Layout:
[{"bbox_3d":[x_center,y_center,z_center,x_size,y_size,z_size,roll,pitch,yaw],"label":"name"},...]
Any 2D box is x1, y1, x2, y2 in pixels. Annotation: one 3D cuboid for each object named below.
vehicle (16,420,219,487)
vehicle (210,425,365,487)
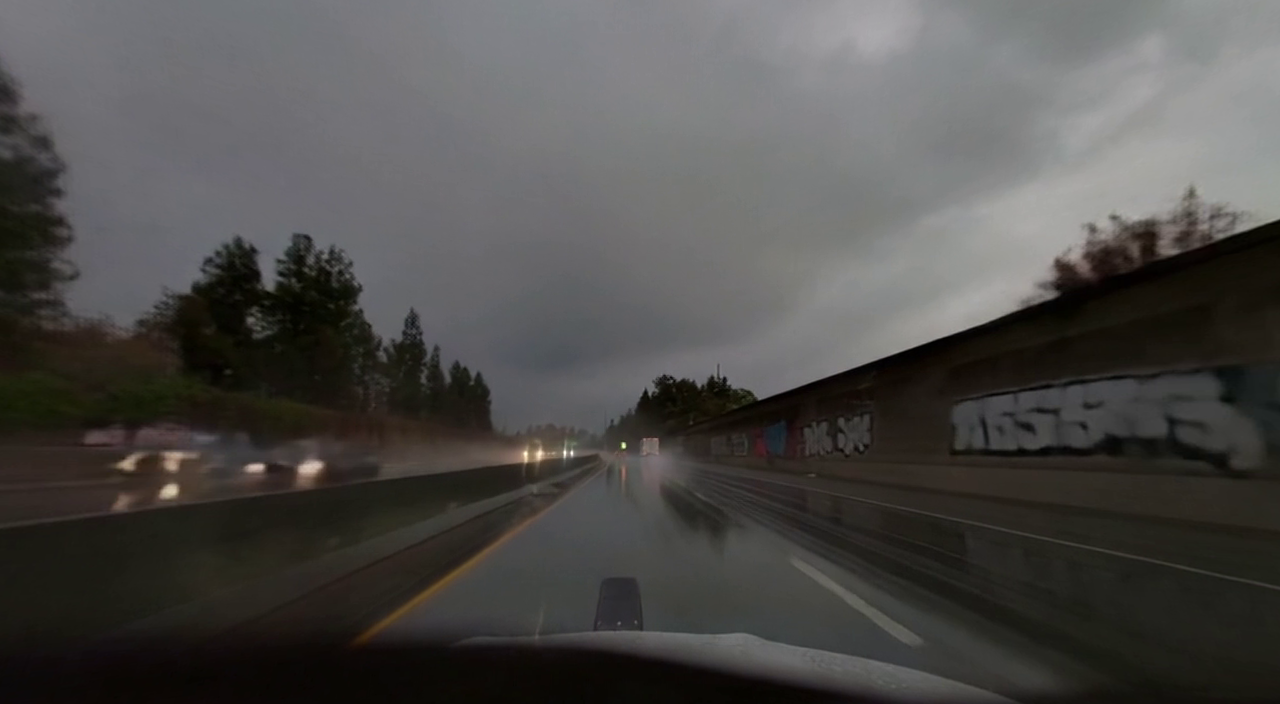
[{"bbox_3d":[-13.757,2.720,16.913,1.921,1.551,4.132,0,-9,-1],"label":"vehicle"},{"bbox_3d":[-9.309,2.791,16.969,1.955,1.465,3.791,0,-9,0],"label":"vehicle"}]
